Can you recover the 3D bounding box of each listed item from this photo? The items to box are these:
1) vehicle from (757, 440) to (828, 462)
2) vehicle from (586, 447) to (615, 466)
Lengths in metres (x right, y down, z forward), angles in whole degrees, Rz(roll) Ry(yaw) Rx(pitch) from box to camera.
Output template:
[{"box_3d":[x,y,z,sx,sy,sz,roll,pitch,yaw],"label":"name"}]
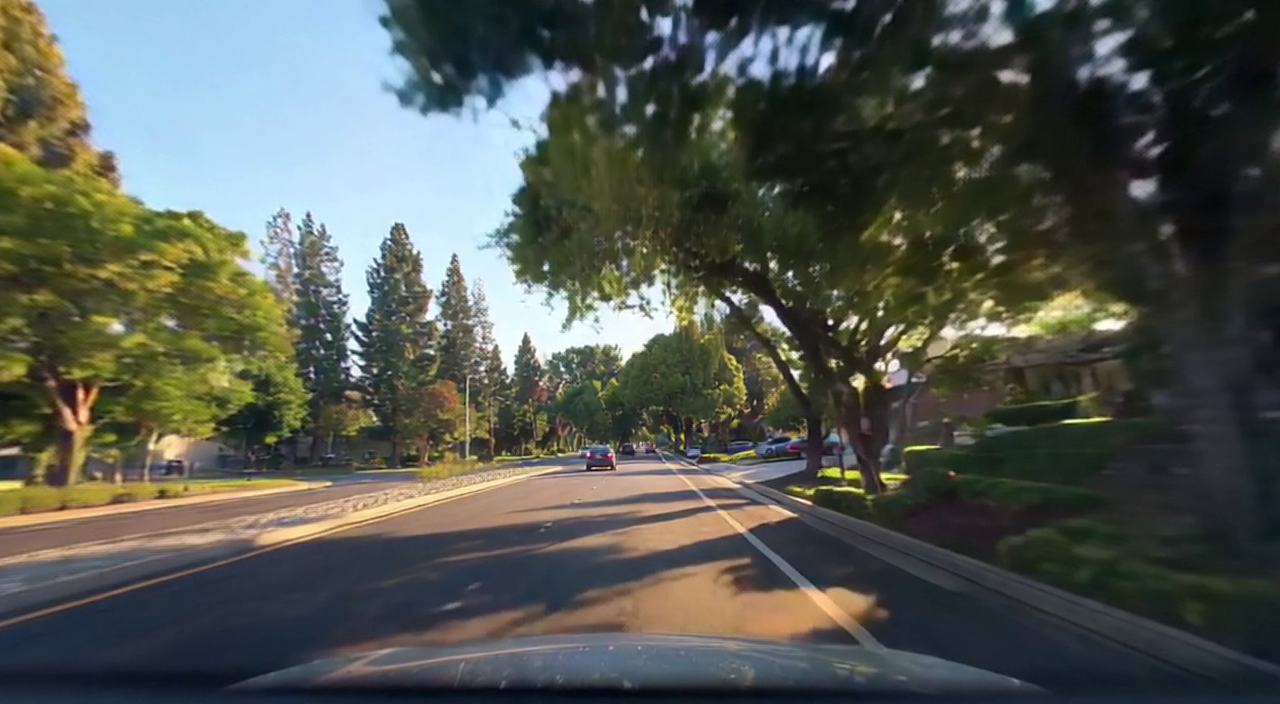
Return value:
[{"box_3d":[10.856,7.052,45.088,4.606,1.525,1.932,0,-8,0],"label":"vehicle"},{"box_3d":[-3.009,8.123,49.191,1.973,1.400,3.915,0,-8,1],"label":"vehicle"}]
